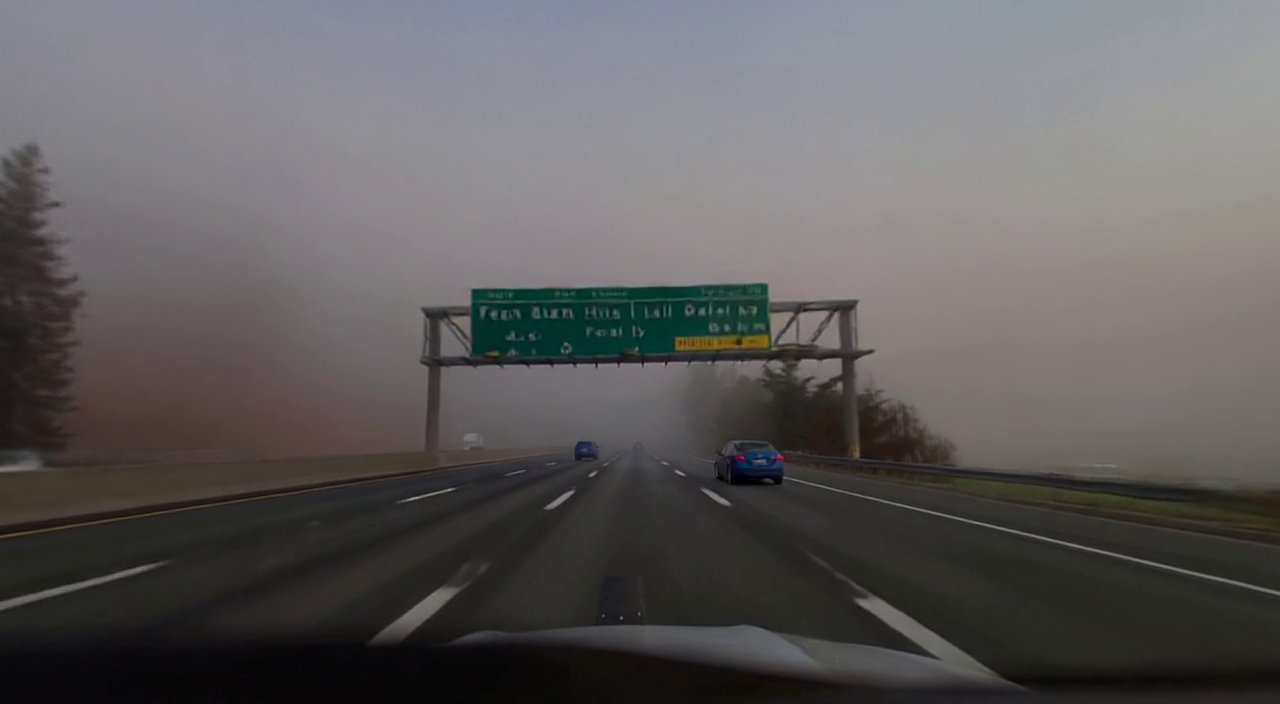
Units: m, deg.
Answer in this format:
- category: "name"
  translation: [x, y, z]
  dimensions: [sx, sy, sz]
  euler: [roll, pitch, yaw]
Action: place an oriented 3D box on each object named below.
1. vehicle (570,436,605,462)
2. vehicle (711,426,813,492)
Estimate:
- category: "vehicle"
  translation: [-3.818, 7.090, 46.320]
  dimensions: [2.173, 1.793, 4.564]
  euler: [0, -9, 0]
- category: "vehicle"
  translation: [3.397, 3.099, 18.515]
  dimensions: [2.053, 1.714, 4.097]
  euler: [0, -9, -2]
